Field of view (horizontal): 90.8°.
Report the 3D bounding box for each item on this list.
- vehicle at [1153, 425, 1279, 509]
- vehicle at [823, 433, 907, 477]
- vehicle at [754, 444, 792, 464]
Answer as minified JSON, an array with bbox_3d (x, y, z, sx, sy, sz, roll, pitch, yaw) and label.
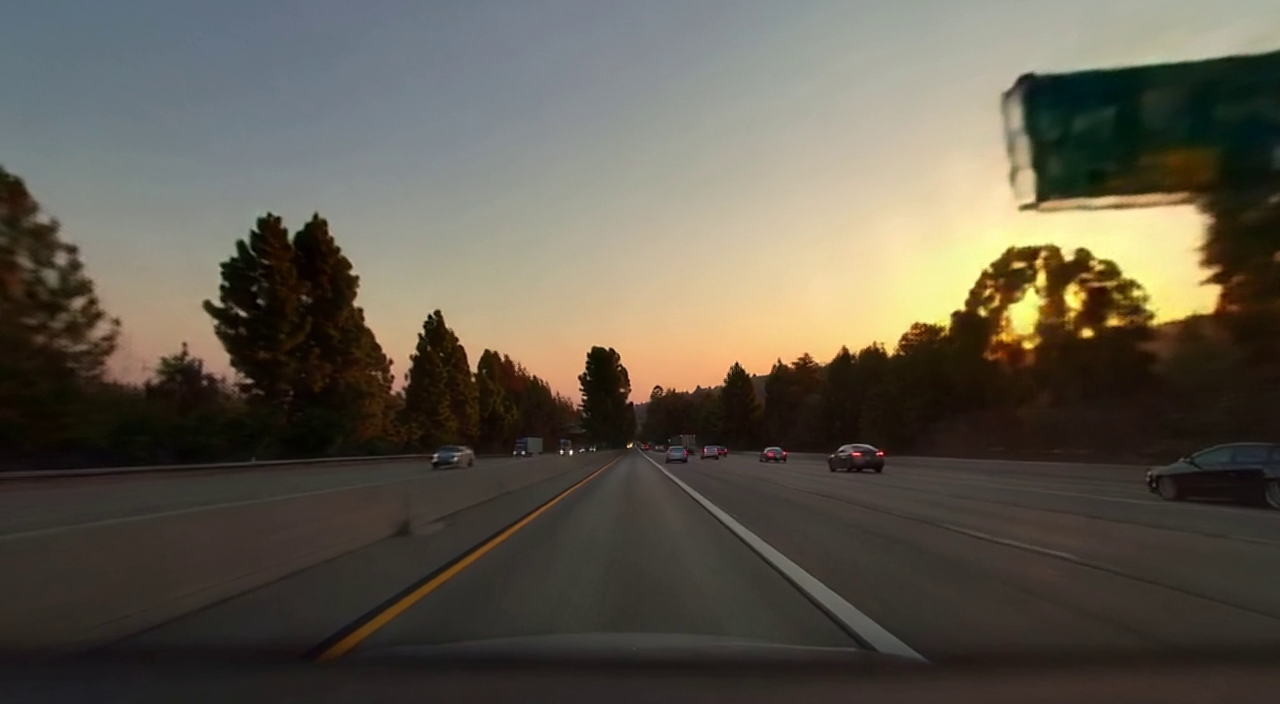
[{"bbox_3d":[14.076,2.484,13.787,1.957,1.709,4.387,0,-9,-1],"label":"vehicle"},{"bbox_3d":[10.236,4.720,29.118,2.098,1.820,4.505,0,-9,-1],"label":"vehicle"},{"bbox_3d":[10.449,8.014,49.838,1.931,1.479,4.183,0,-9,-2],"label":"vehicle"}]
